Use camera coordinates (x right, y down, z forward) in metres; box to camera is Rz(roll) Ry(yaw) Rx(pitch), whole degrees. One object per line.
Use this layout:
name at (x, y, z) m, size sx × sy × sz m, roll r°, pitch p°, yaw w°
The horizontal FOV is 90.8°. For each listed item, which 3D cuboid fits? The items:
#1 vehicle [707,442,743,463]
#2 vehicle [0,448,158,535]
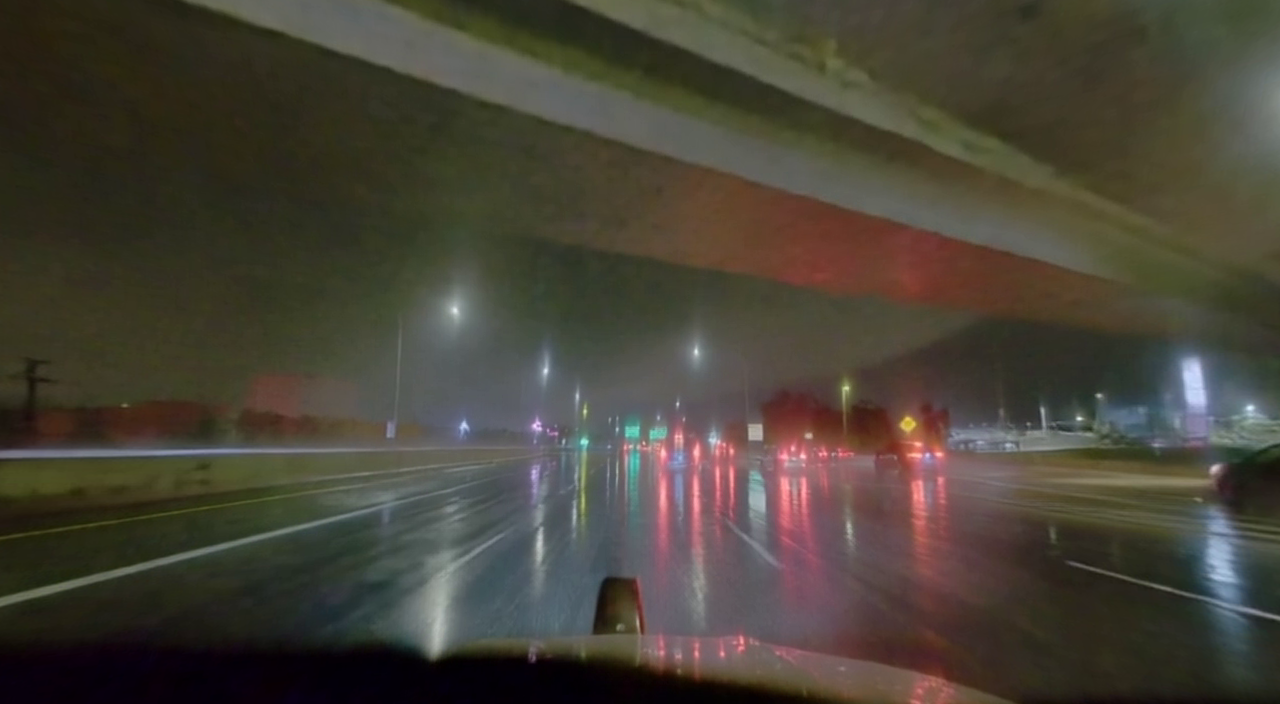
vehicle at (6.626, 7.914, 49.809) m, size 2.075 × 1.611 × 4.421 m, roll 0°, pitch -8°, yaw -2°
vehicle at (-11.296, 2.436, 11.386) m, size 1.861 × 1.373 × 4.211 m, roll 0°, pitch -8°, yaw 0°
